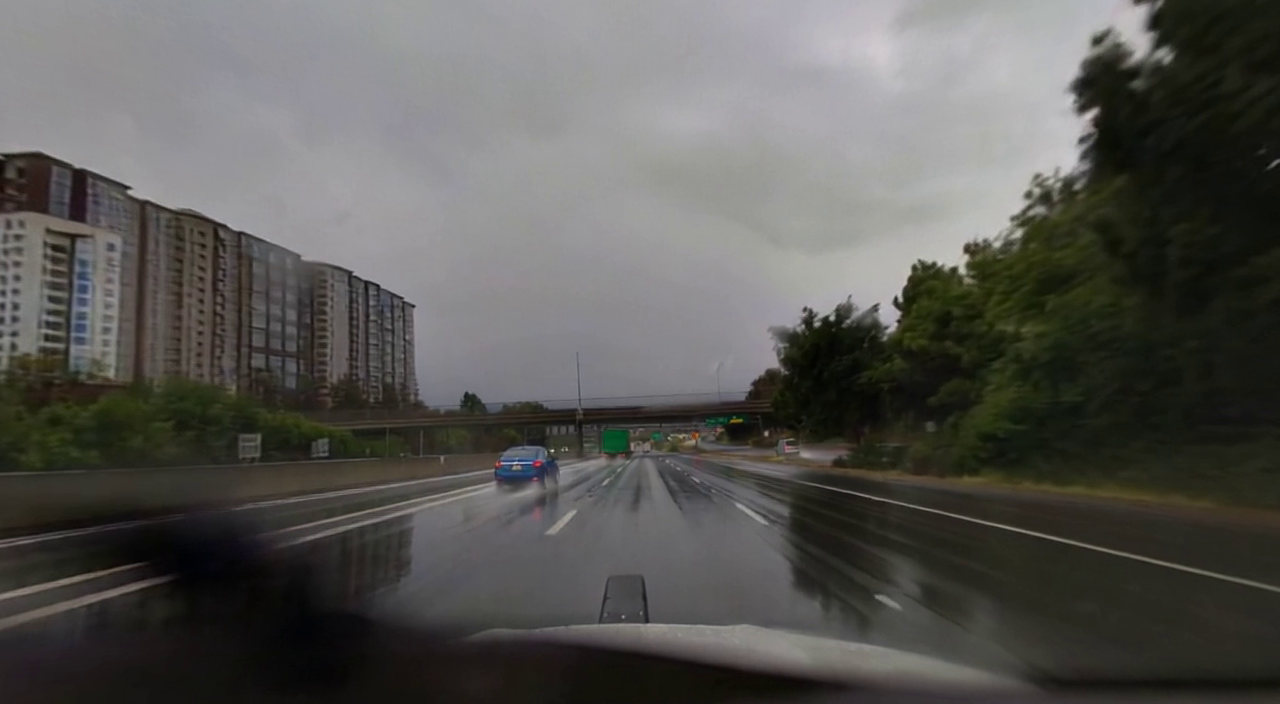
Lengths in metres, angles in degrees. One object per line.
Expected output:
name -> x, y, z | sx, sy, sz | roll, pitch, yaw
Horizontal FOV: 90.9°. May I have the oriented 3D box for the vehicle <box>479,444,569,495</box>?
vehicle -> -3.671, 3.827, 20.852 | 2.039, 1.478, 4.483 | 0, -9, 1
